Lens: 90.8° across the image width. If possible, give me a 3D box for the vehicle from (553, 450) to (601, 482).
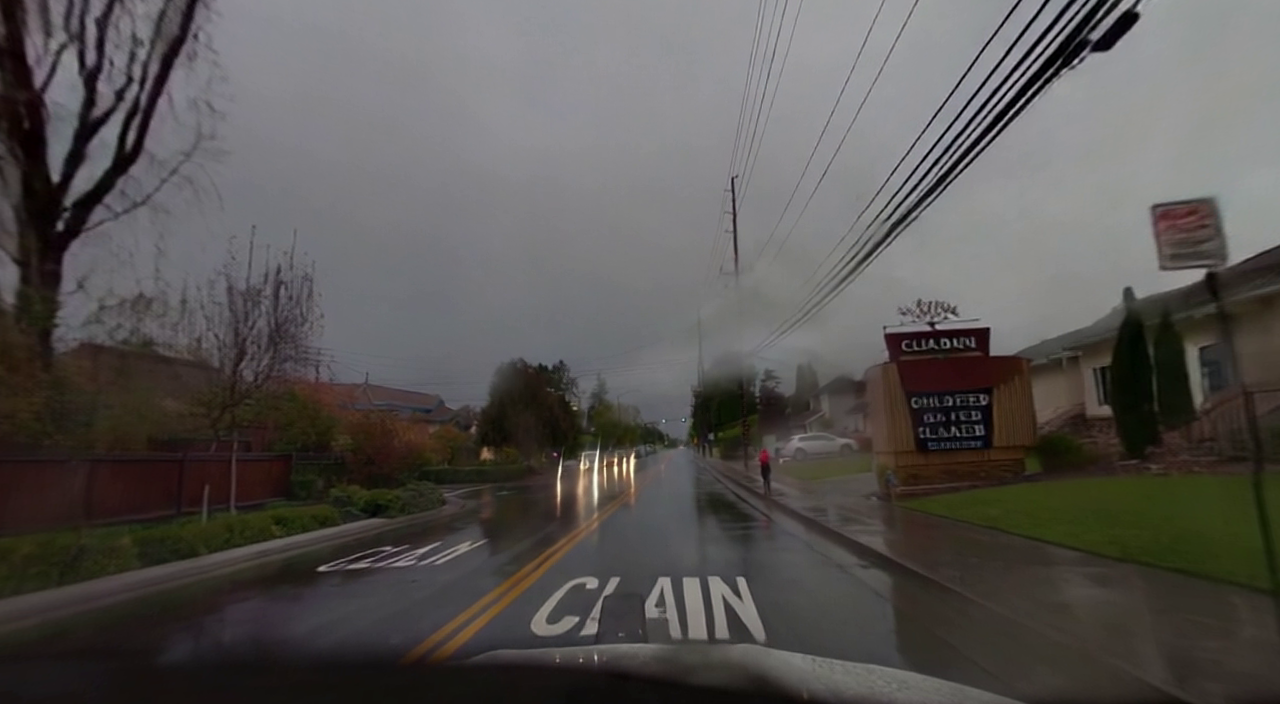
[{"bbox_3d":[-3.810,7.054,39.321,2.203,1.787,4.704,-1,-9,4],"label":"vehicle"}]
